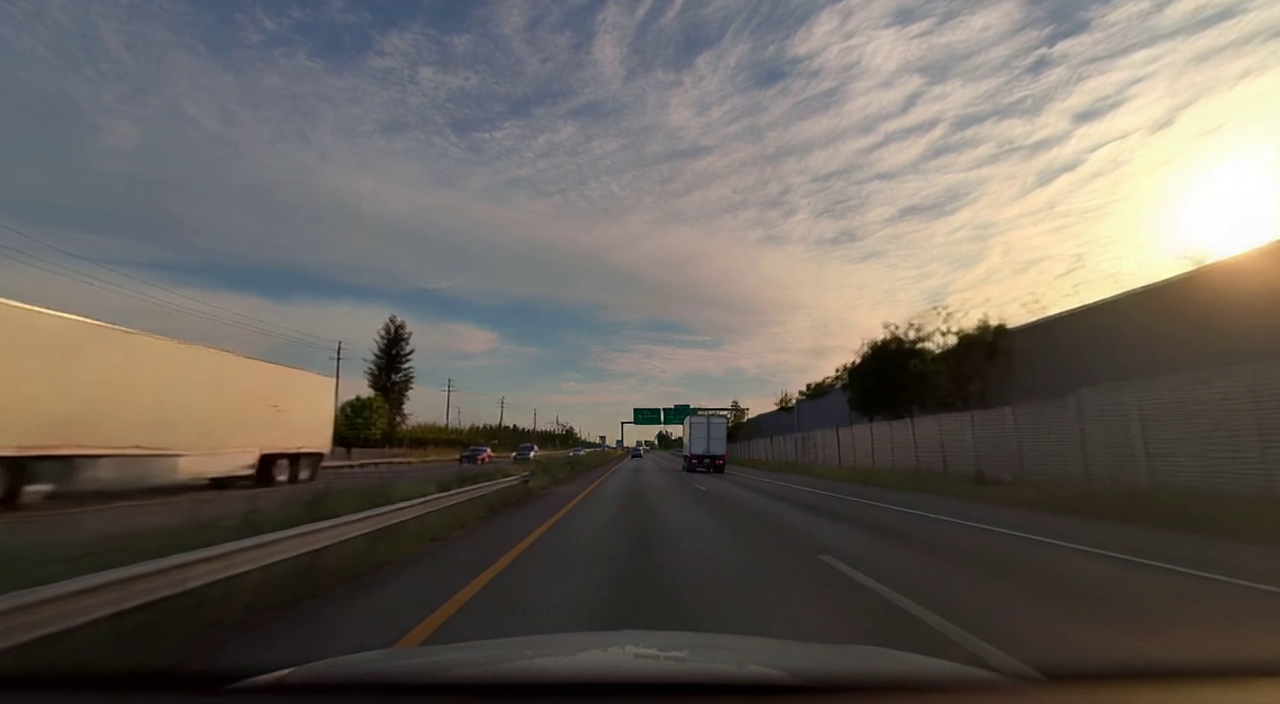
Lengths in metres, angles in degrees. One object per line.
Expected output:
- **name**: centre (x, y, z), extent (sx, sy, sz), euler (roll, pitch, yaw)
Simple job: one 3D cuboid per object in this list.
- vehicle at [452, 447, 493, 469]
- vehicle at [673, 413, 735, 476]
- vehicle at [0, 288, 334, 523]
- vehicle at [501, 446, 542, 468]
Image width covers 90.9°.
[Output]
- **vehicle**: centre (-12.568, 7.972, 47.601), extent (1.909, 1.583, 4.285), euler (0, -9, 0)
- **vehicle**: centre (4.523, 7.052, 48.109), extent (3.038, 4.047, 13.741), euler (0, -8, -1)
- **vehicle**: centre (-12.656, 1.612, 15.476), extent (2.951, 4.056, 14.865), euler (0, -9, 0)
- **vehicle**: centre (-8.896, 7.935, 47.651), extent (2.213, 1.567, 4.564), euler (0, -9, 1)
